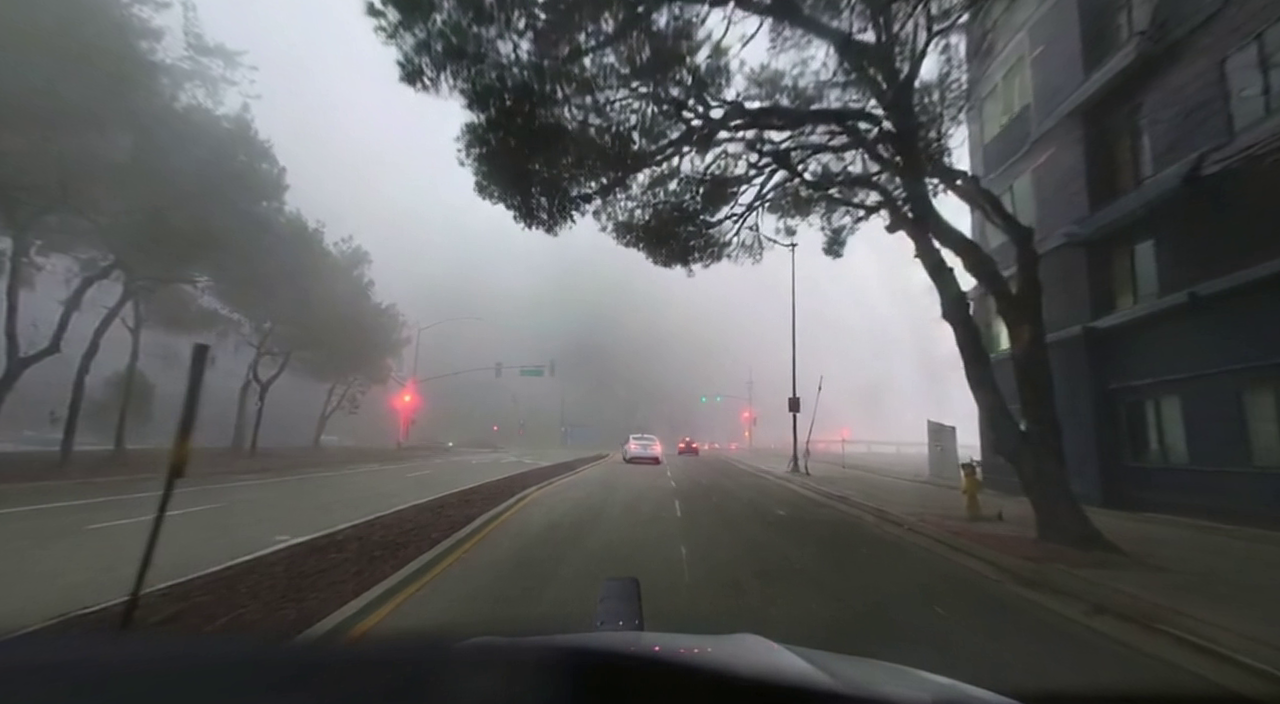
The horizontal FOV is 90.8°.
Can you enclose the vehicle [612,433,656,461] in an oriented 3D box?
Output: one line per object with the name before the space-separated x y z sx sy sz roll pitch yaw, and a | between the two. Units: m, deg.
vehicle | -0.255 5.331 35.494 2.173 1.479 4.264 0 -8 3
